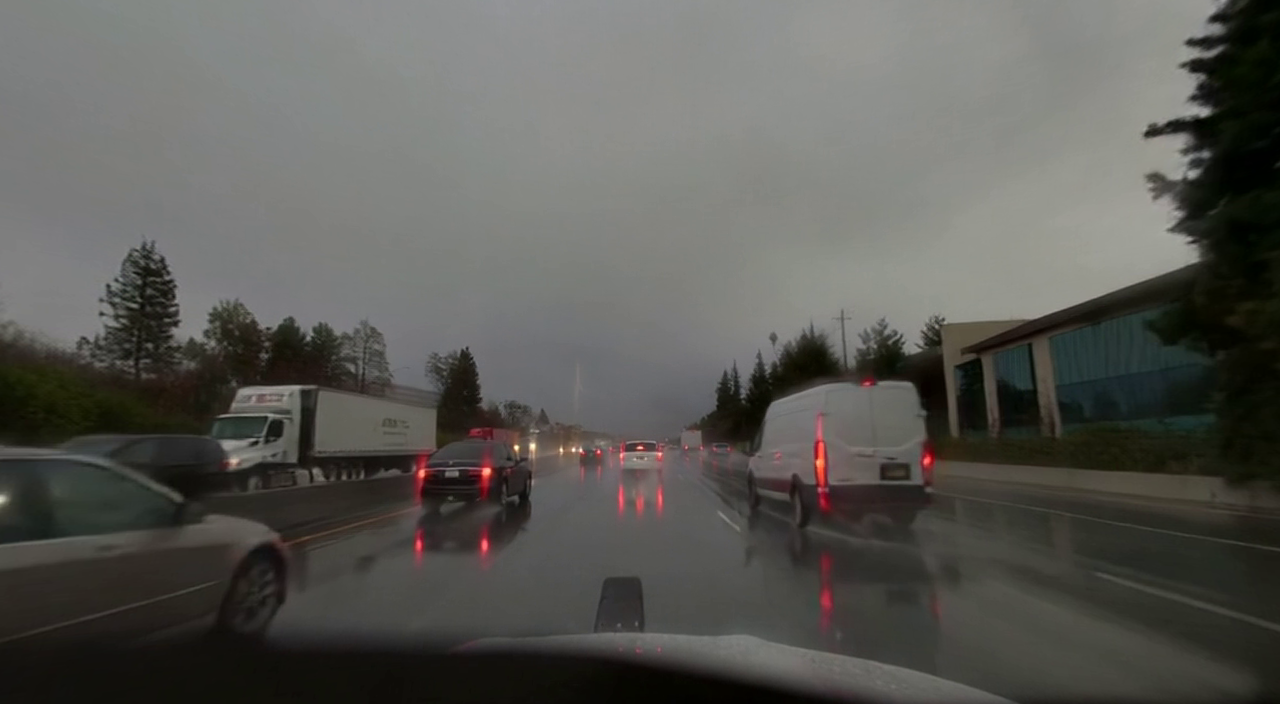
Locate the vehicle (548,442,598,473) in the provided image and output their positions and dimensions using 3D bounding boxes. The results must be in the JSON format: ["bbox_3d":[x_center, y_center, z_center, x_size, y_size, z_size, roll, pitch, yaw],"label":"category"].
[{"bbox_3d":[-3.395,5.442,32.660,2.062,1.459,4.365,0,-9,0],"label":"vehicle"}]

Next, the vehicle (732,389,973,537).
[{"bbox_3d":[3.415,1.987,11.743,2.460,2.086,5.576,0,-9,-1],"label":"vehicle"}]

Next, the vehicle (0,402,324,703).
[{"bbox_3d":[-3.562,0.959,2.617,2.098,1.463,4.578,0,-9,0],"label":"vehicle"}]

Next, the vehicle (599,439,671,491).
[{"bbox_3d":[-0.158,3.495,19.852,2.053,1.461,3.941,0,-9,-1],"label":"vehicle"}]

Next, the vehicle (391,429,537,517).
[{"bbox_3d":[-3.591,2.557,13.751,1.956,1.602,4.258,0,-9,0],"label":"vehicle"}]

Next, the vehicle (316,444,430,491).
[{"bbox_3d":[-9.078,3.939,21.923,1.937,1.450,4.569,0,-9,1],"label":"vehicle"}]
